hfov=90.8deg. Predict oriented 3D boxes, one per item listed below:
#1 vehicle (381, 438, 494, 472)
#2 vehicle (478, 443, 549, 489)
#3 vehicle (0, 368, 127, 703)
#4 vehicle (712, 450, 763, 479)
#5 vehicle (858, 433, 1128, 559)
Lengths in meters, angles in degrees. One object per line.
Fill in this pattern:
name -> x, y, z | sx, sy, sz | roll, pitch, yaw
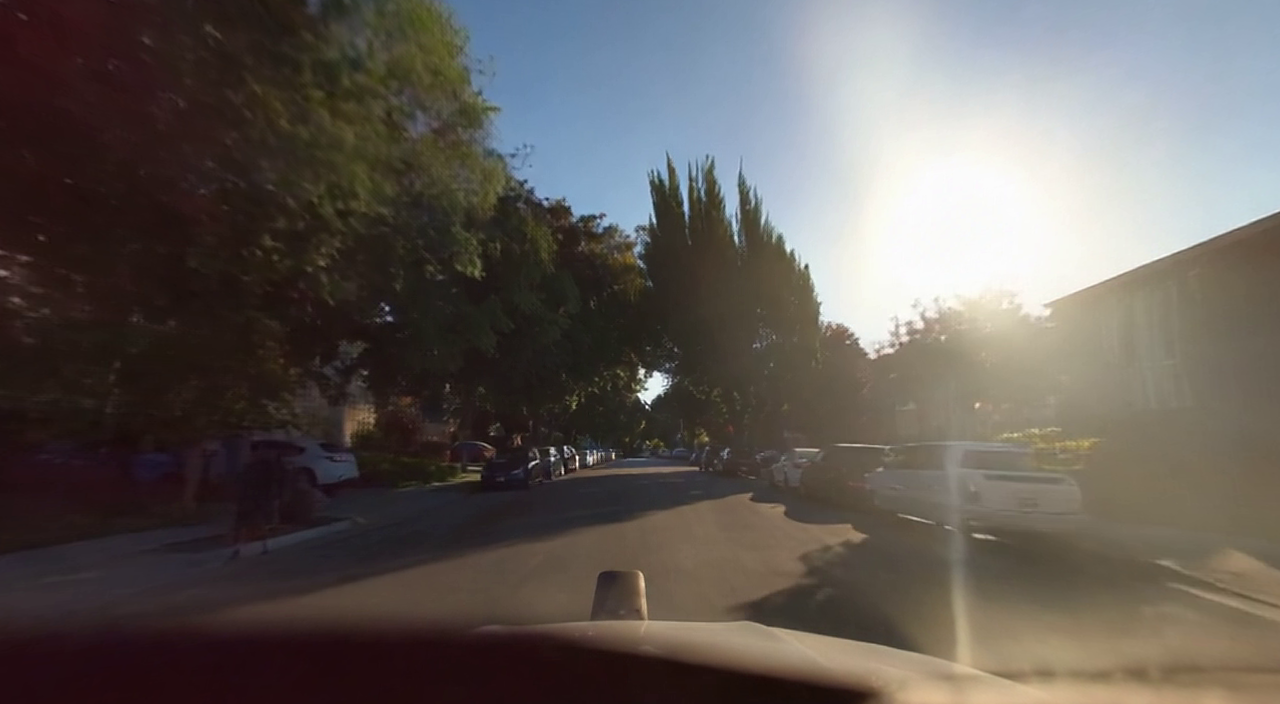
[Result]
vehicle -> -11.606, 5.931, 36.469 | 5.755, 1.869, 2.194 | 0, -8, -1
vehicle -> -4.681, 4.293, 23.927 | 1.983, 1.579, 3.879 | 0, -9, -2
vehicle -> -4.944, 0.895, 1.578 | 2.394, 2.089, 5.951 | -4, -9, 0
vehicle -> 5.162, 5.997, 34.010 | 1.847, 1.448, 4.162 | 0, -9, -3
vehicle -> 5.215, 2.158, 10.183 | 1.826, 1.566, 4.307 | 0, -9, 0
